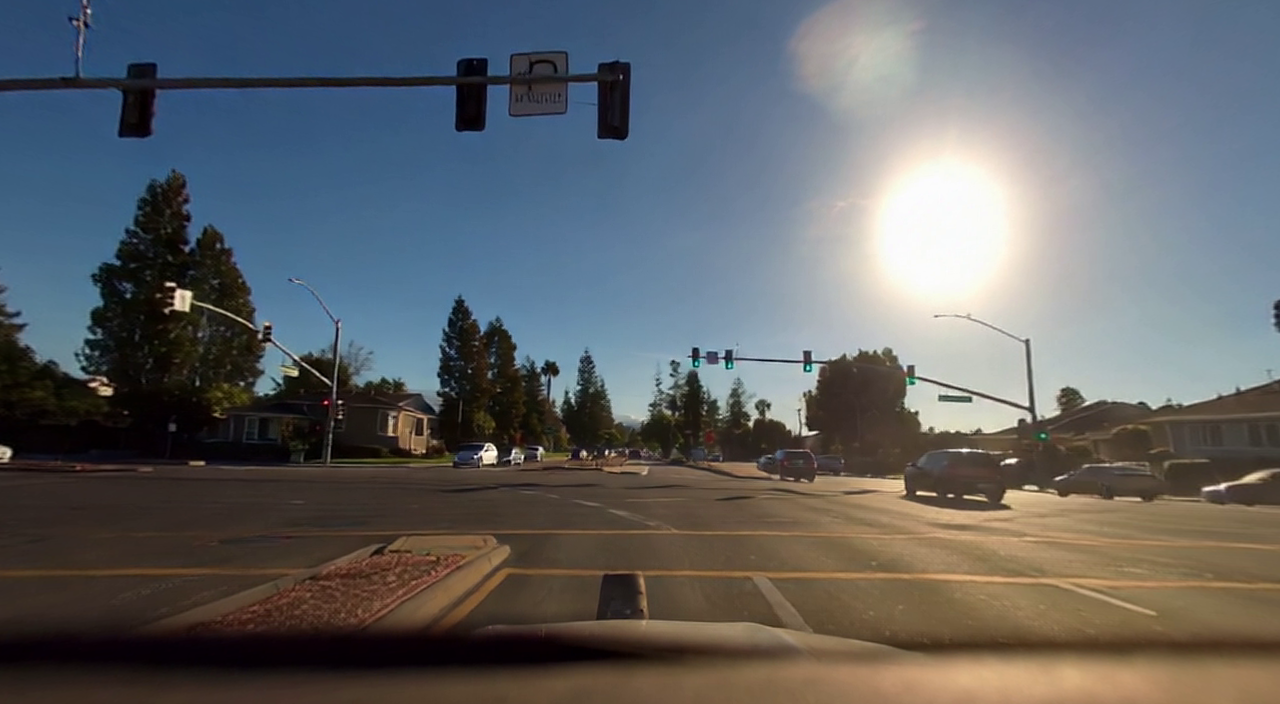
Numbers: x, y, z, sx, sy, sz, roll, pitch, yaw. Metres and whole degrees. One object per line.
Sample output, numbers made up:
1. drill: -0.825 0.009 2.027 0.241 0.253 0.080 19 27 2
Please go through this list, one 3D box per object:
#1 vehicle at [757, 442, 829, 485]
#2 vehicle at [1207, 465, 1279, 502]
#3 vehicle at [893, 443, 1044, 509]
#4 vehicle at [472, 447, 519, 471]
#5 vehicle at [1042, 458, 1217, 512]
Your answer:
1. vehicle: 7.129 5.238 29.934 2.239 1.812 4.812 0 -9 0
2. vehicle: 32.116 6.722 32.271 4.240 1.728 2.009 0 -9 -2
3. vehicle: 9.917 3.749 19.576 2.120 1.767 4.856 0 -9 1
4. vehicle: -9.929 7.356 43.599 2.039 1.519 4.356 -1 -9 2
5. vehicle: 16.878 4.568 22.195 2.053 1.589 5.137 0 -9 0
